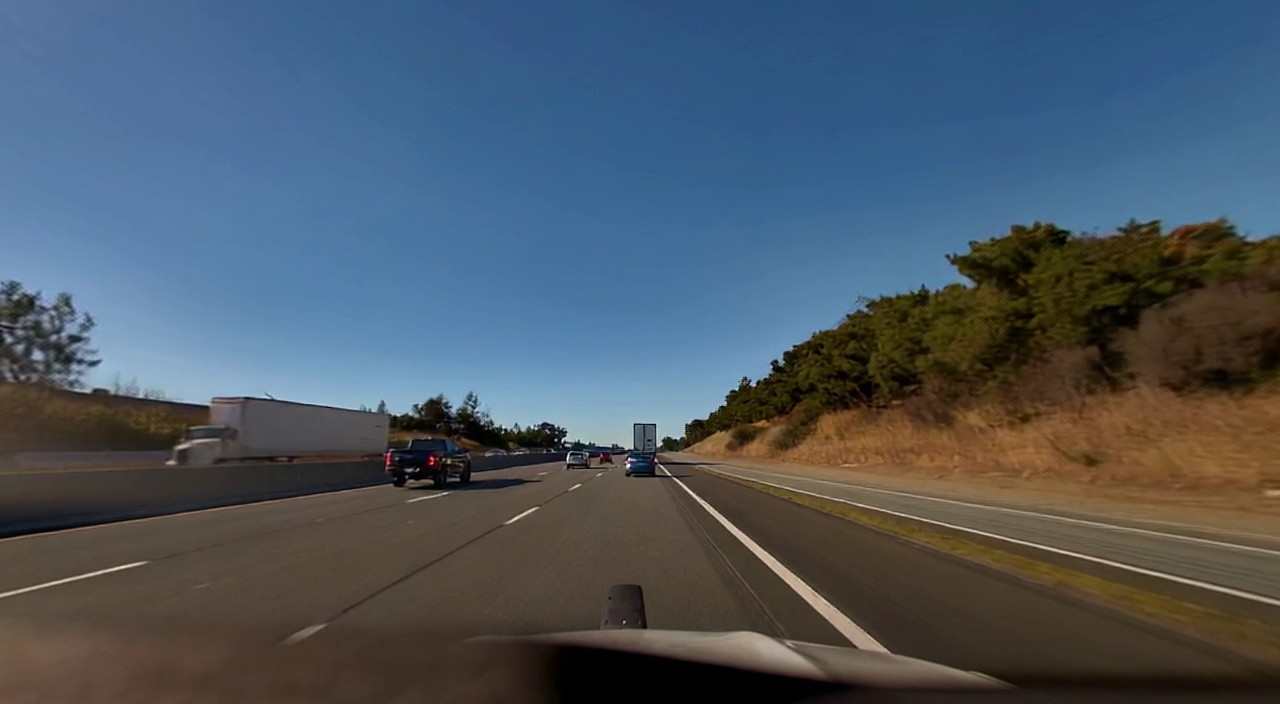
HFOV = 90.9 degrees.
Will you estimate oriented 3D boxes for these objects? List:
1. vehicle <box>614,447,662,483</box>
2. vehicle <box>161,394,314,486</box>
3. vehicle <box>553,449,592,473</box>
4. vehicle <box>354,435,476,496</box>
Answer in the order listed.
[{"bbox_3d":[-0.095,4.997,28.073,1.991,1.507,3.391,0,-9,0],"label":"vehicle"},{"bbox_3d":[-19.090,4.308,30.521,3.032,3.951,6.367,0,-9,0],"label":"vehicle"},{"bbox_3d":[-4.426,7.191,41.842,2.018,1.504,4.431,0,-9,1],"label":"vehicle"},{"bbox_3d":[-7.742,3.980,22.462,2.316,1.875,5.337,0,-9,1],"label":"vehicle"}]
